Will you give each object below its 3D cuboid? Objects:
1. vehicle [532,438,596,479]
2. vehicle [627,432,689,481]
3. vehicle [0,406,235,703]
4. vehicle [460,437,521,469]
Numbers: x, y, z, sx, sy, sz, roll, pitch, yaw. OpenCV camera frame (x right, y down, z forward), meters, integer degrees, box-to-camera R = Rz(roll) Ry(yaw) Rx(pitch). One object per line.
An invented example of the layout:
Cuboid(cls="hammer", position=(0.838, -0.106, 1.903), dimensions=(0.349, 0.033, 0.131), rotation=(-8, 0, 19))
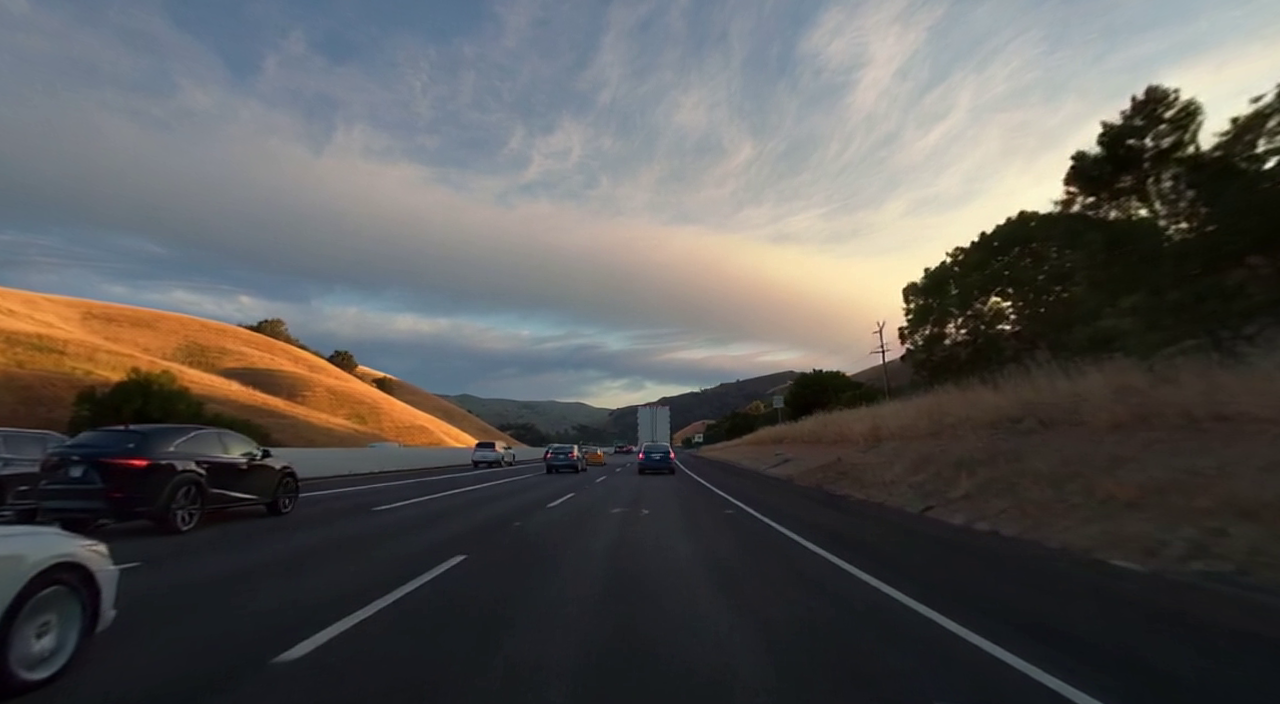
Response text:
Cuboid(cls="vehicle", position=(-3.336, 4.777, 28.479), dimensions=(2.155, 1.661, 4.477), rotation=(0, -9, 2))
Cuboid(cls="vehicle", position=(0.711, 4.238, 25.720), dimensions=(2.281, 1.795, 4.297), rotation=(1, -9, 1))
Cuboid(cls="vehicle", position=(-3.870, 0.863, 2.121), dimensions=(1.943, 1.468, 4.547), rotation=(1, -9, 0))
Cuboid(cls="vehicle", position=(-10.251, 6.971, 43.791), dimensions=(2.421, 2.025, 6.236), rotation=(0, -9, 2))
